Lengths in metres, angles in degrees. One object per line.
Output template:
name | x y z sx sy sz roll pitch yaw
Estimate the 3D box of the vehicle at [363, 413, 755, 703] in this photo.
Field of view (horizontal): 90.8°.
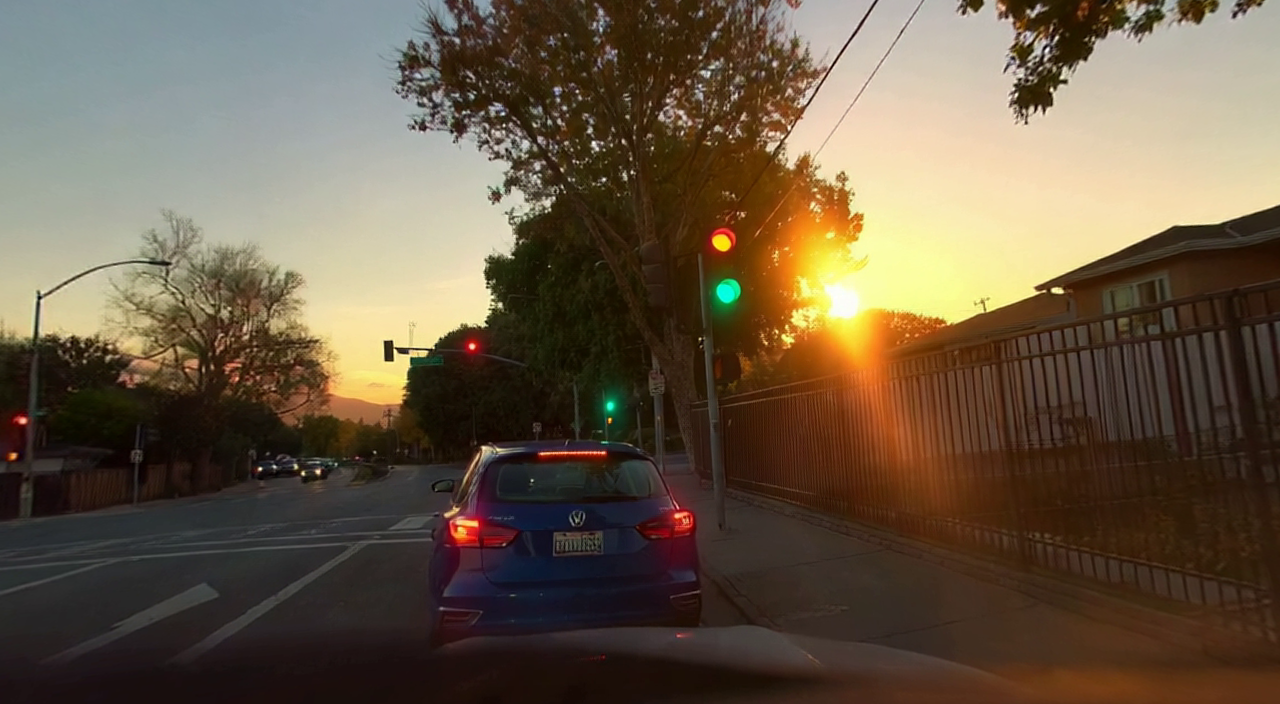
vehicle | -0.668 1.356 5.201 2.024 1.502 3.702 1 -9 -9
